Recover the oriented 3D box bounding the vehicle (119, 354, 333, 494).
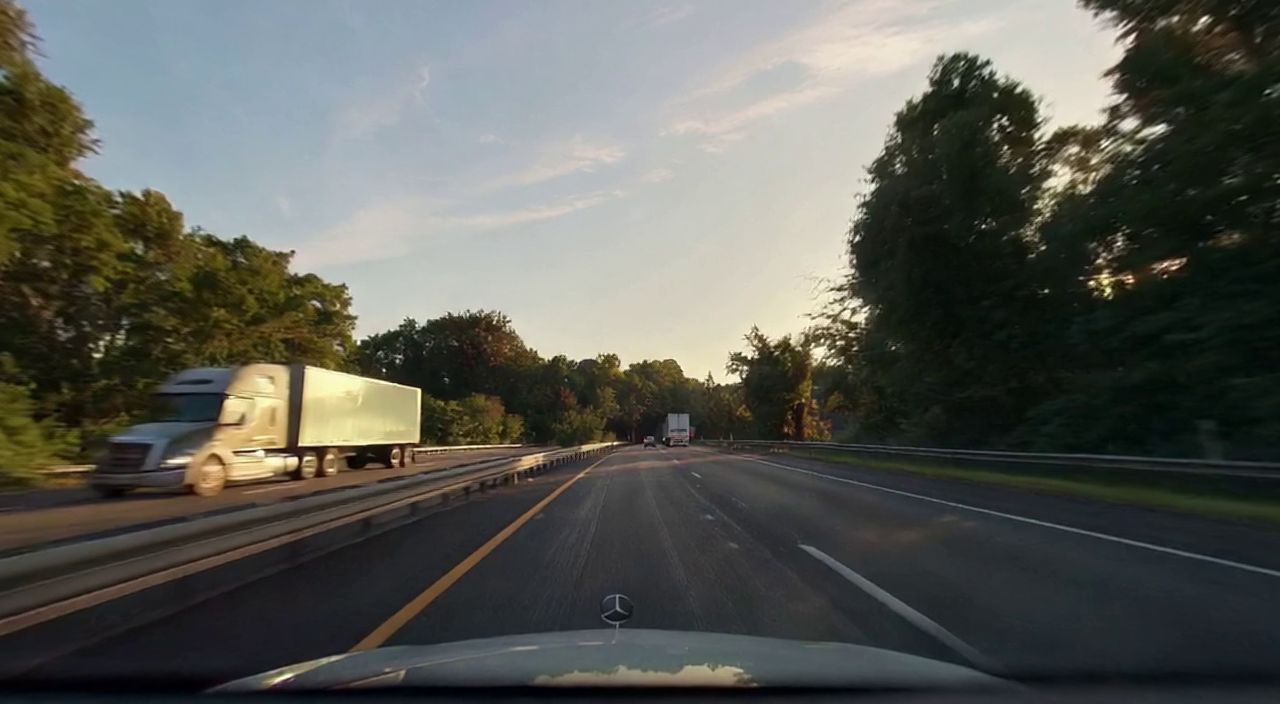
[{"bbox_3d":[-13.247,2.418,20.955,3.019,3.999,5.761,0,-8,0],"label":"vehicle"}]
